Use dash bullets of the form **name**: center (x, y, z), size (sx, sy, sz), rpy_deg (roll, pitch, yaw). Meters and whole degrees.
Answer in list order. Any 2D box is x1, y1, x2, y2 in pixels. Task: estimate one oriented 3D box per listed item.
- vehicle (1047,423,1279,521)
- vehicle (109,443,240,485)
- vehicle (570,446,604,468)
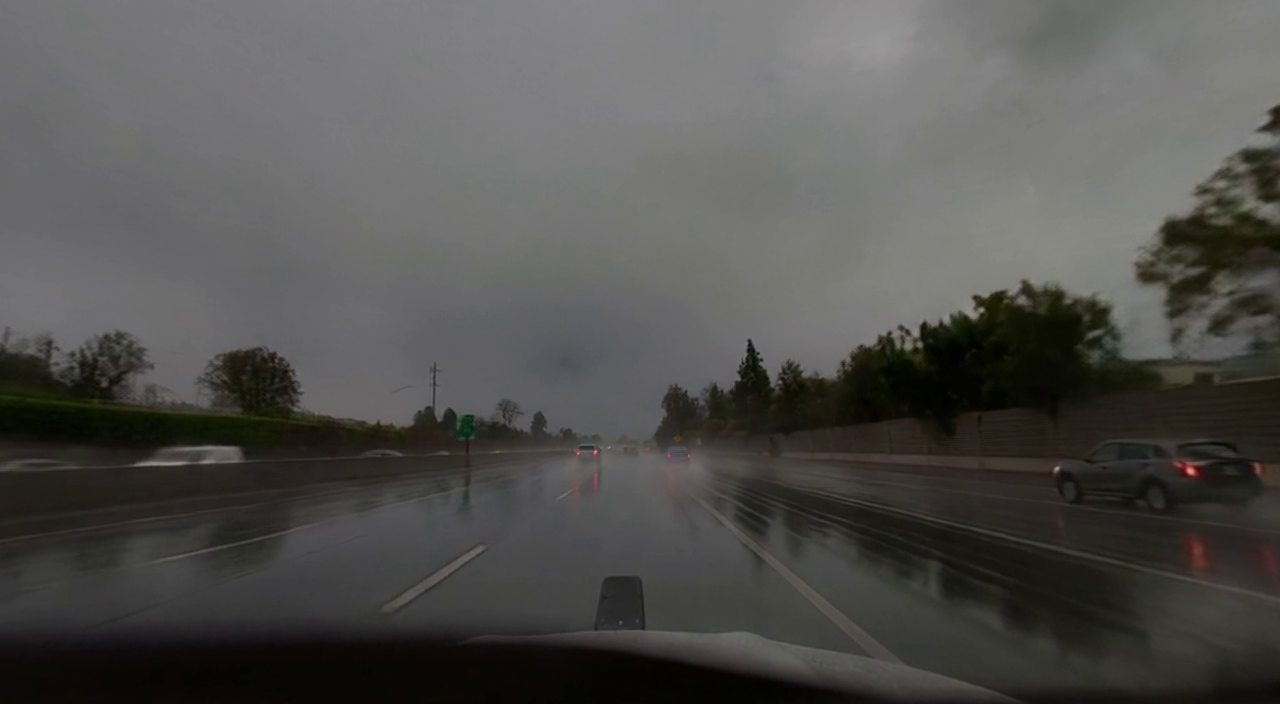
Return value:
- **vehicle**: center (12.103, 2.597, 14.225), size (2.344, 1.783, 5.196), rpy_deg (0, -9, -1)
- **vehicle**: center (-19.829, 4.763, 27.245), size (1.902, 1.599, 4.863), rpy_deg (0, -9, 0)
- **vehicle**: center (-3.782, 7.524, 45.405), size (2.052, 1.510, 4.301), rpy_deg (0, -9, 0)
